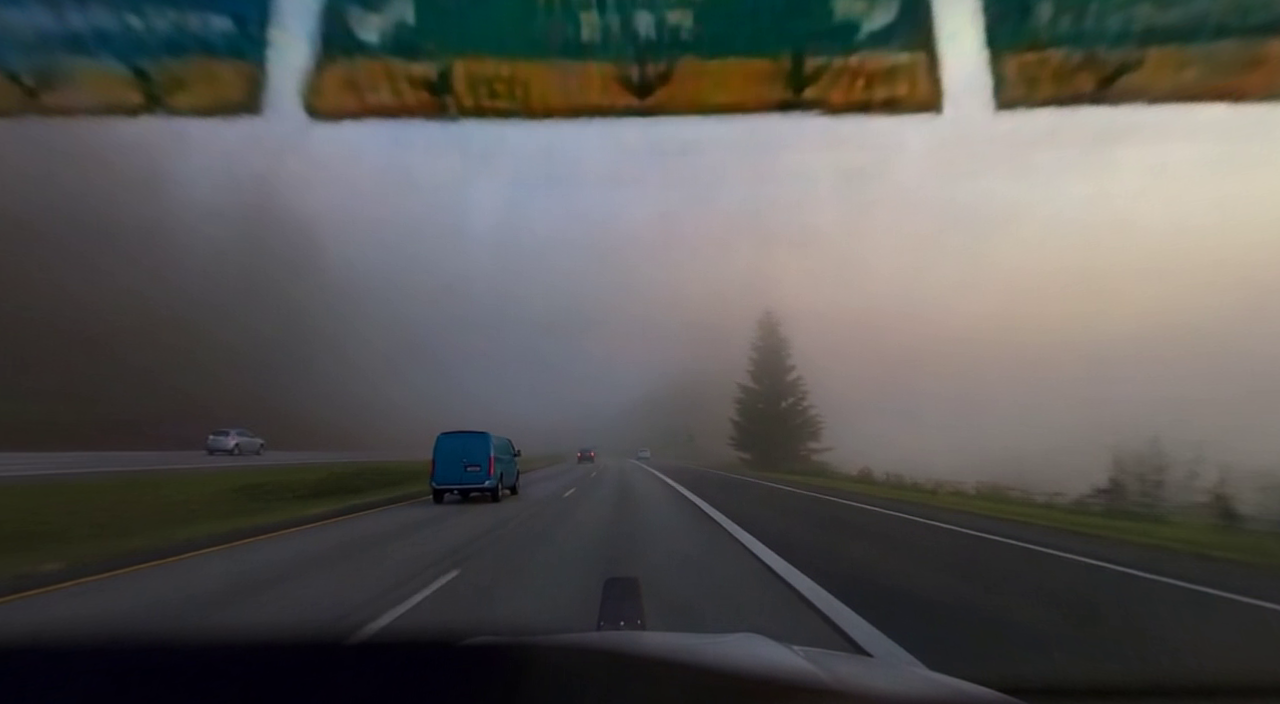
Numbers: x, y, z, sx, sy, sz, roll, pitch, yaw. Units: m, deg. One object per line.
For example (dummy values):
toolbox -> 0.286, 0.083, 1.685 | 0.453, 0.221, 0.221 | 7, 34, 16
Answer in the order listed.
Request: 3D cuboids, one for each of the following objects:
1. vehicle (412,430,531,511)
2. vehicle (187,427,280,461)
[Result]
vehicle -> -4.197, 3.028, 16.505 | 1.971, 1.795, 4.389 | 0, -9, -2
vehicle -> -18.712, 4.280, 29.202 | 1.879, 1.492, 3.607 | 0, -9, 0
